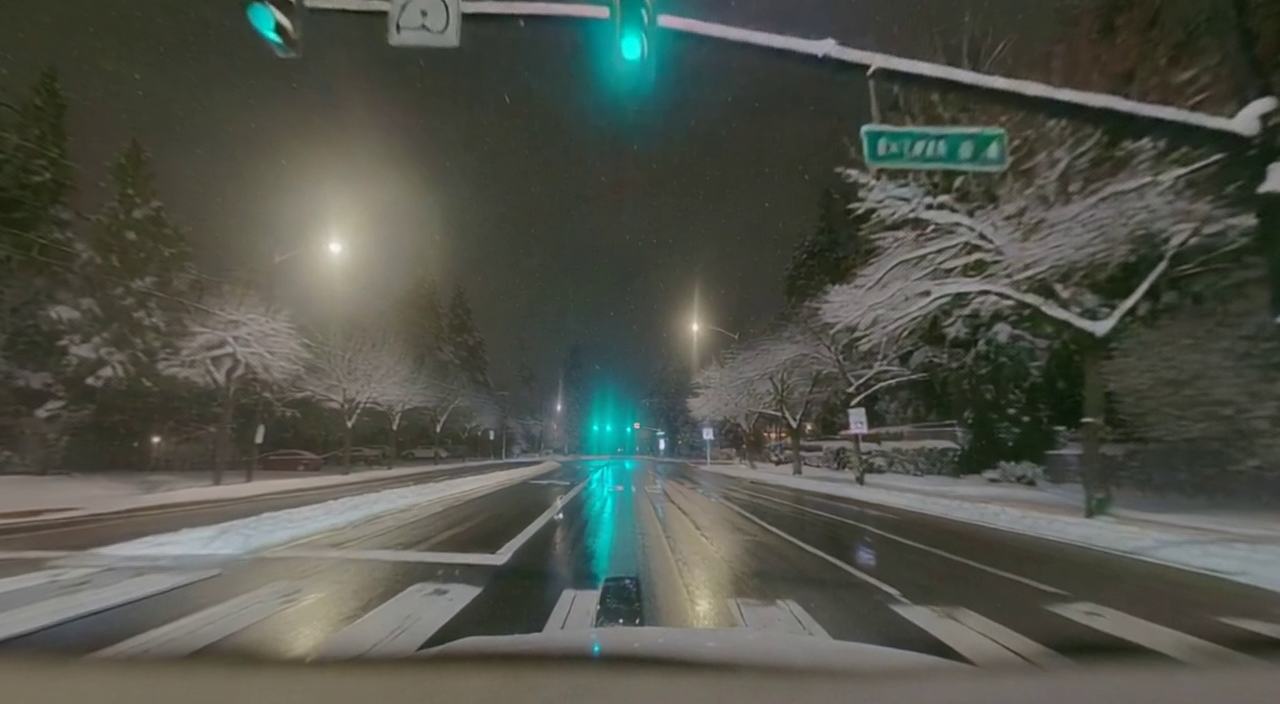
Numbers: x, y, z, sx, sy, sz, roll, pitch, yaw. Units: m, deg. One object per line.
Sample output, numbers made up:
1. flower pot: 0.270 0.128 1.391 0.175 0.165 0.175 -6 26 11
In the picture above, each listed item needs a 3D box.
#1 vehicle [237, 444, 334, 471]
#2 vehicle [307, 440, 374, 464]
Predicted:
1. vehicle: -20.848 6.202 37.238 4.536 1.502 1.975 -1 -9 4
2. vehicle: -21.883 7.339 46.217 3.886 1.641 1.850 1 -10 -1
